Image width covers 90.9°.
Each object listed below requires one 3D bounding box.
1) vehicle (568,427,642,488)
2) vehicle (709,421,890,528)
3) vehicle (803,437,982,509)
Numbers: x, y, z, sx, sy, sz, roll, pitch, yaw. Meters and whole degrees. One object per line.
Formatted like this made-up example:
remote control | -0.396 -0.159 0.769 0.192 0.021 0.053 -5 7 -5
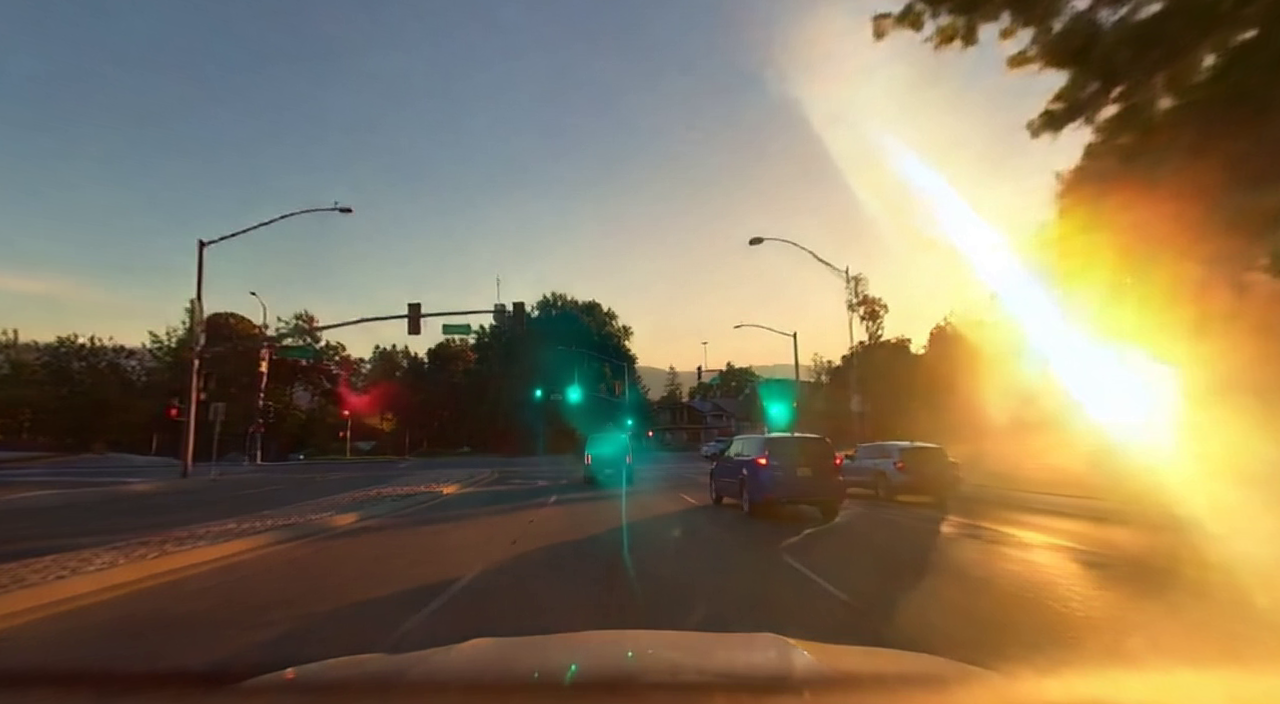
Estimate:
vehicle | -1.296 3.506 21.235 2.185 1.822 4.583 1 -9 -7
vehicle | 2.832 2.307 12.480 2.024 1.686 4.588 1 -9 -5
vehicle | 5.874 2.871 15.511 2.124 1.474 4.880 0 -9 -4
